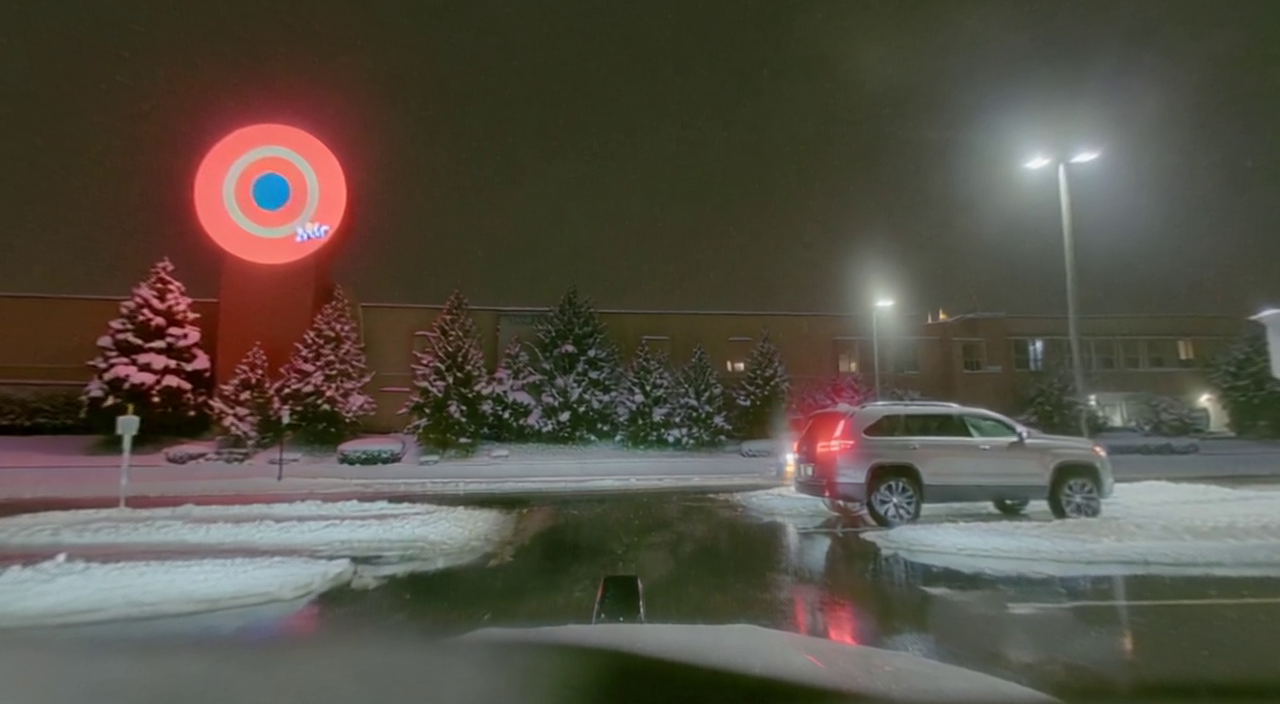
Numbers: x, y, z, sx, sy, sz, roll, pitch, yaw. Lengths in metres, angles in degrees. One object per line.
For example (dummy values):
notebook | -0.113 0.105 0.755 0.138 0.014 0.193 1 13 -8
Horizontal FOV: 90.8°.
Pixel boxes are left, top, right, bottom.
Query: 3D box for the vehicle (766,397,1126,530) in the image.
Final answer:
vehicle | 4.909 1.815 10.742 4.864 1.916 2.413 0 -8 -7
